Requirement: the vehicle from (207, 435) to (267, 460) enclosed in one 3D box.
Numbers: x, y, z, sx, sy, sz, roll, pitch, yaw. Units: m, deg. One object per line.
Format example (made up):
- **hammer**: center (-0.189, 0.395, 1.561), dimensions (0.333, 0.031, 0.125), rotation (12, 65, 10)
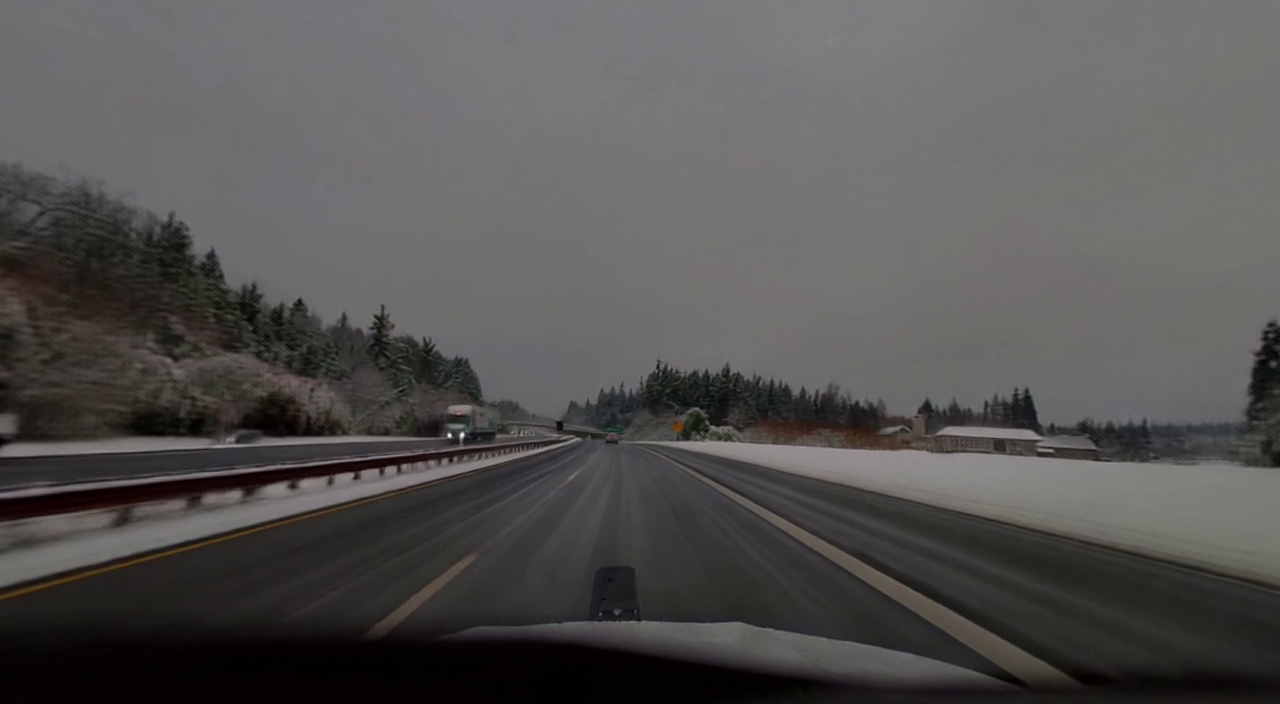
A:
- **vehicle**: center (-25.351, 5.997, 39.847), dimensions (1.863, 1.467, 4.431), rotation (2, -7, -15)
